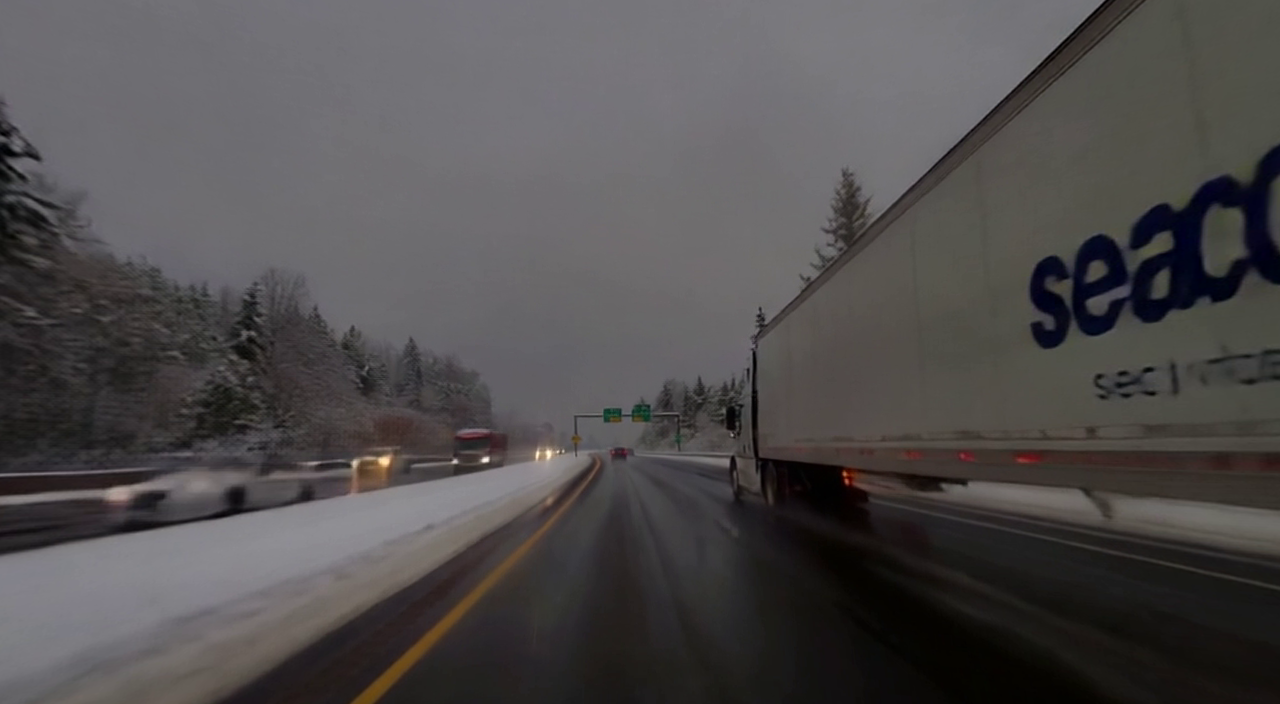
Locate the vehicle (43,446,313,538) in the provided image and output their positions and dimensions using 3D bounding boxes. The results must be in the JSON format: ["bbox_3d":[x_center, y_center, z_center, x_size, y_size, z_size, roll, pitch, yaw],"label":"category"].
[{"bbox_3d":[-9.099,2.751,13.061,2.095,1.529,4.706,0,-9,-1],"label":"vehicle"}]

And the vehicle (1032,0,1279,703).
[{"bbox_3d":[4.519,-0.658,0.495,2.892,3.928,8.380,1,-9,0],"label":"vehicle"}]

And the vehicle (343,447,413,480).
[{"bbox_3d":[-13.775,5.868,33.189,1.957,1.613,4.051,0,-9,0],"label":"vehicle"}]

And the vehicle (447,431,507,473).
[{"bbox_3d":[-10.587,6.555,41.367,2.491,2.522,5.985,0,-9,-2],"label":"vehicle"}]
